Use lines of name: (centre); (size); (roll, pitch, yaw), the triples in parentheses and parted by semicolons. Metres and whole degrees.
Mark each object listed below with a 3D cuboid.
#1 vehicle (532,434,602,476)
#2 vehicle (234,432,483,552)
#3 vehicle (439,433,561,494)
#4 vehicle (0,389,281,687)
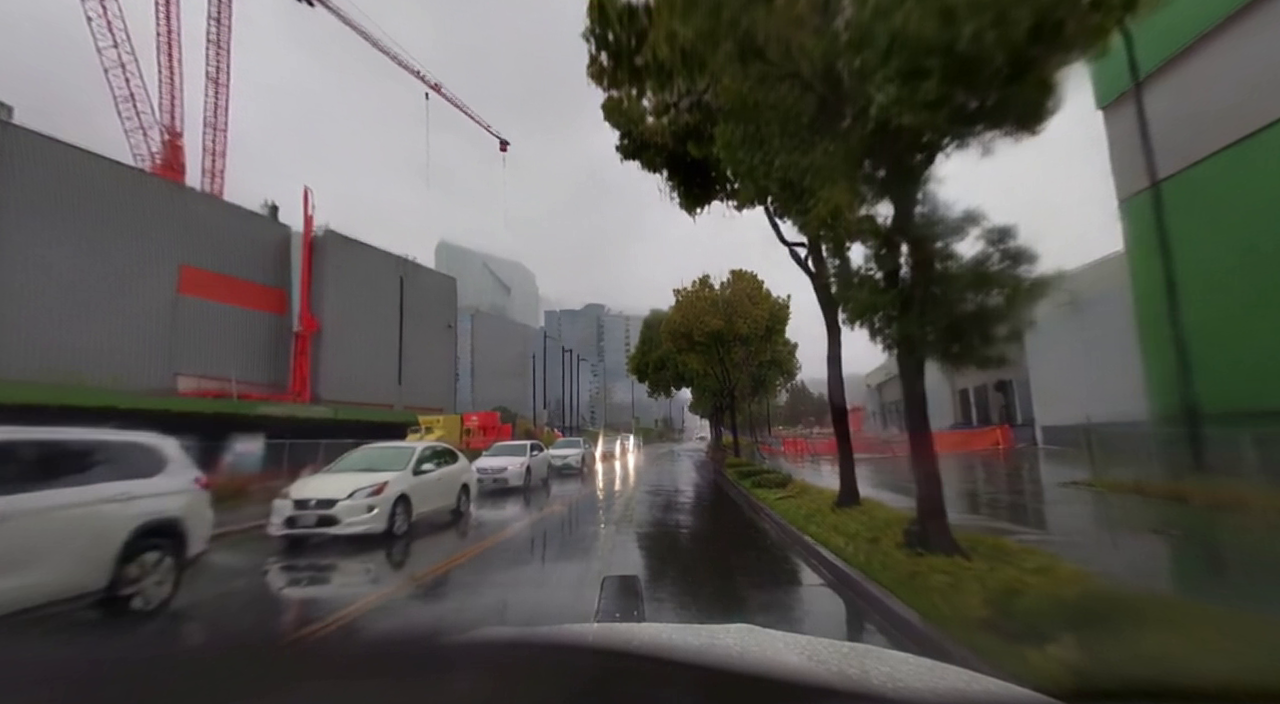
vehicle: (-2.742, 3.970, 24.715); (1.948, 1.460, 4.394); (-1, -8, 4)
vehicle: (-3.975, 1.993, 9.762); (1.806, 1.451, 3.878); (-1, -8, 5)
vehicle: (-3.621, 2.942, 17.172); (1.996, 1.411, 4.370); (-1, -8, 5)
vehicle: (-4.448, 1.071, 3.799); (1.913, 1.620, 3.982); (-1, -8, 6)
